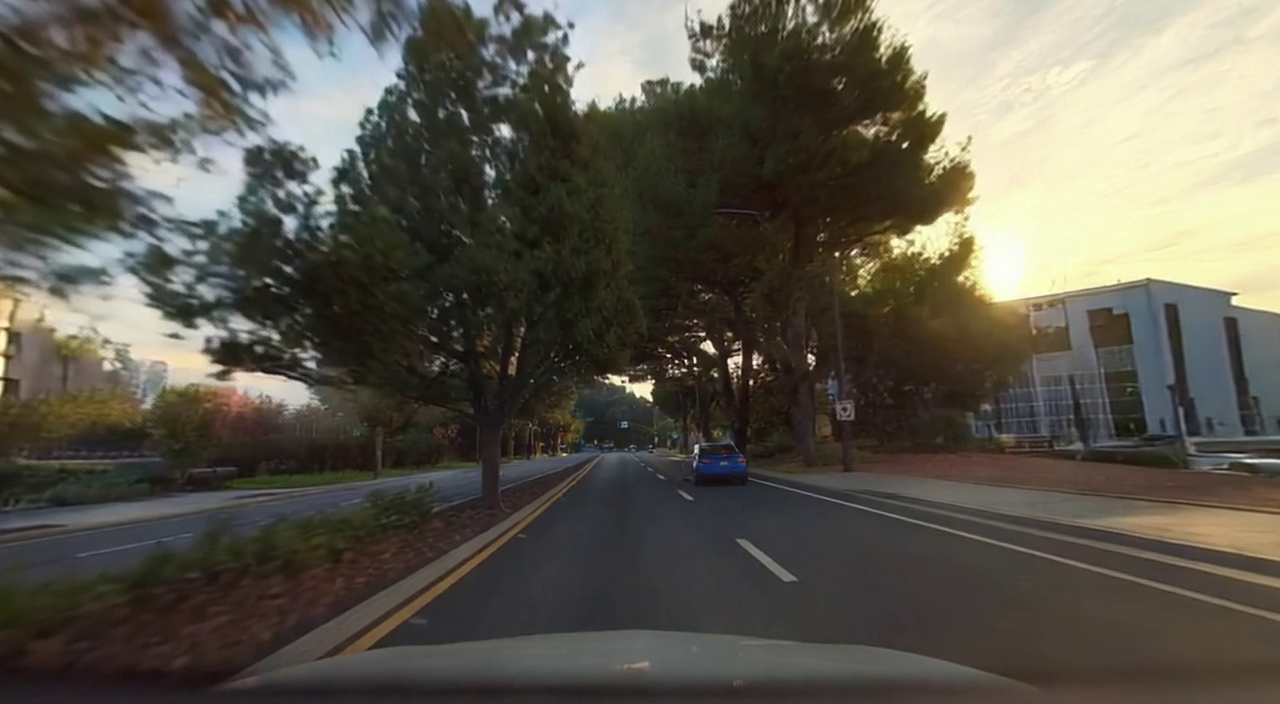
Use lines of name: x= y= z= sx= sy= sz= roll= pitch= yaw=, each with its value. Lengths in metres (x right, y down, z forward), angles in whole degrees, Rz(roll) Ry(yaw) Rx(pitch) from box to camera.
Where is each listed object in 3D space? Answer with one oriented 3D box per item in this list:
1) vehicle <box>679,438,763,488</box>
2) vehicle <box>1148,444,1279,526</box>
vehicle: x=2.608 y=3.715 z=21.490 sx=2.114 sy=1.493 sz=4.430 roll=0 pitch=-9 yaw=-2
vehicle: x=21.089 y=4.680 z=21.816 sx=5.101 sy=1.694 sz=2.158 roll=9 pitch=-24 yaw=1
